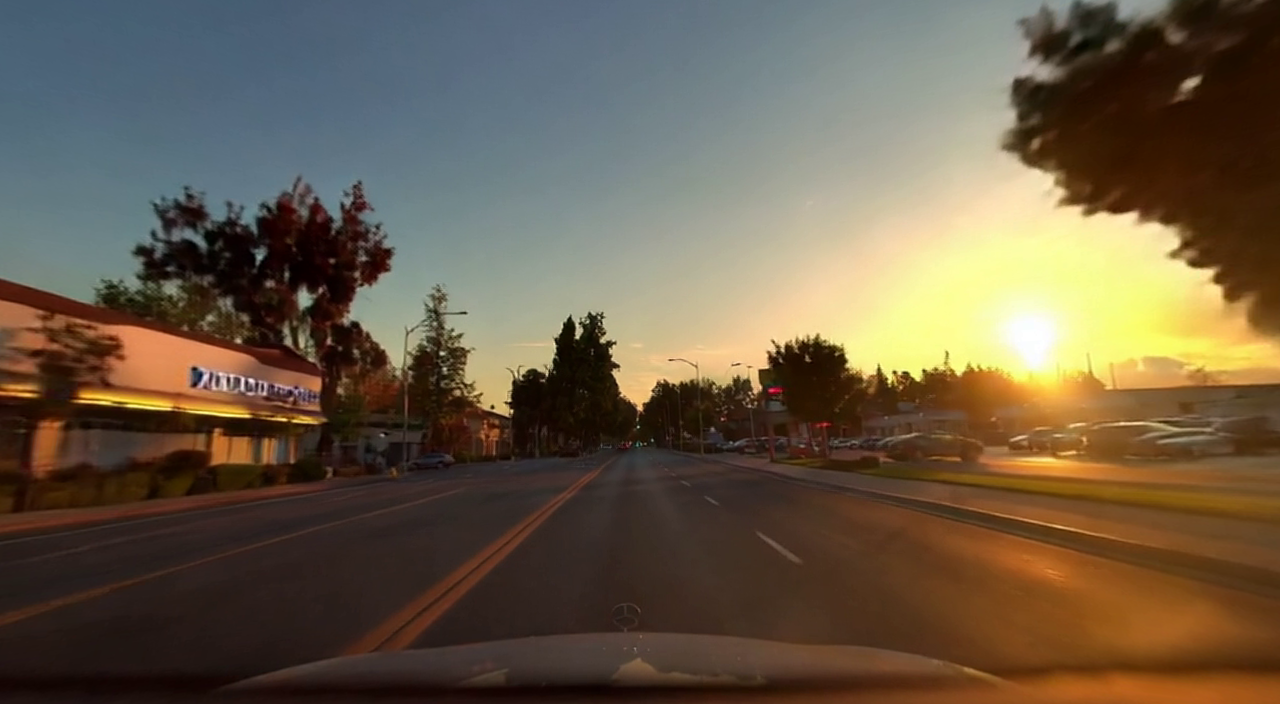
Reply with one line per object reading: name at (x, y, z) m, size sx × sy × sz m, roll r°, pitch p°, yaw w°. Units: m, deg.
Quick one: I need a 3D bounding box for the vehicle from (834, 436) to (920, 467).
vehicle at (16.025, 6.758, 42.939) m, size 4.914 × 1.540 × 2.200 m, roll -5°, pitch -8°, yaw 0°

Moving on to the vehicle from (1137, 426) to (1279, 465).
vehicle at (23.288, 3.777, 25.645) m, size 4.579 × 1.482 × 1.911 m, roll 0°, pitch -8°, yaw 0°

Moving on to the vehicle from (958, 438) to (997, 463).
vehicle at (20.741, 6.028, 38.820) m, size 1.901 × 1.461 × 4.482 m, roll -5°, pitch -9°, yaw 28°
